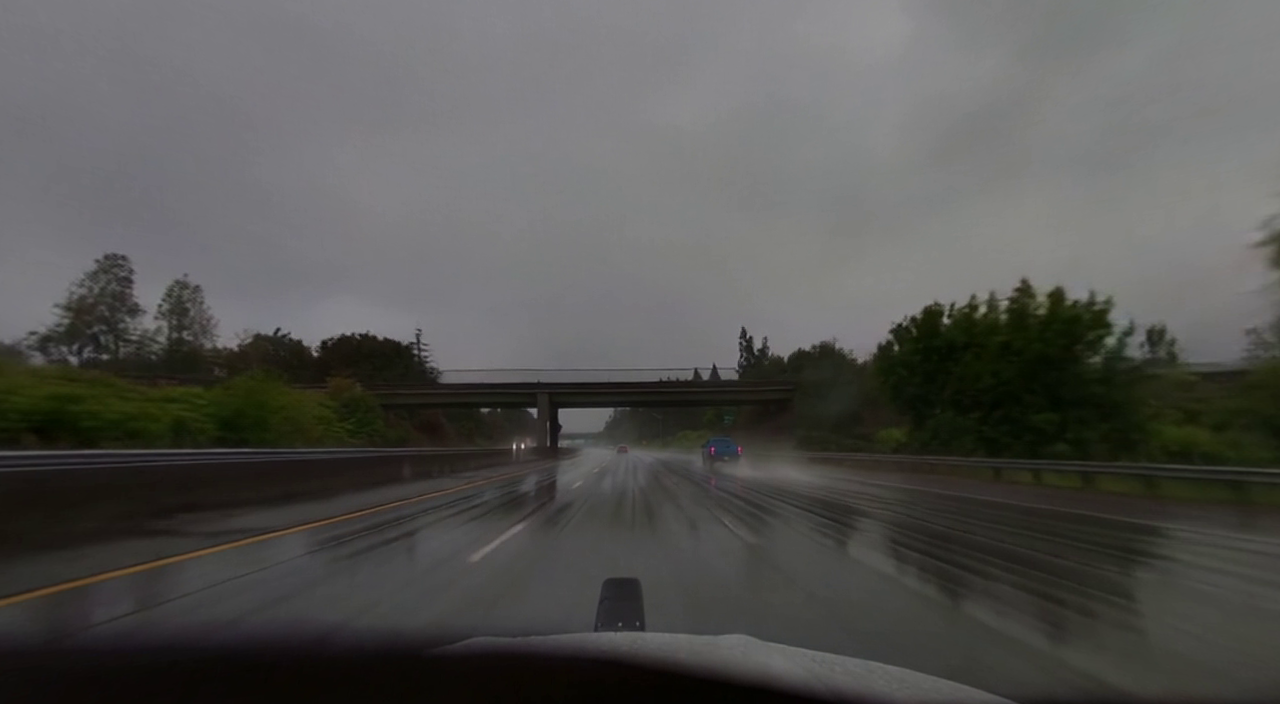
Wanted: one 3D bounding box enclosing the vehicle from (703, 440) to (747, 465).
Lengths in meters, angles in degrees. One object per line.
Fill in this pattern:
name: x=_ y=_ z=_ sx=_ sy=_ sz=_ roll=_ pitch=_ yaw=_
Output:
vehicle: x=6.563 y=7.830 z=49.525 sx=2.395 sy=1.819 sz=6.086 roll=0 pitch=-9 yaw=-2
